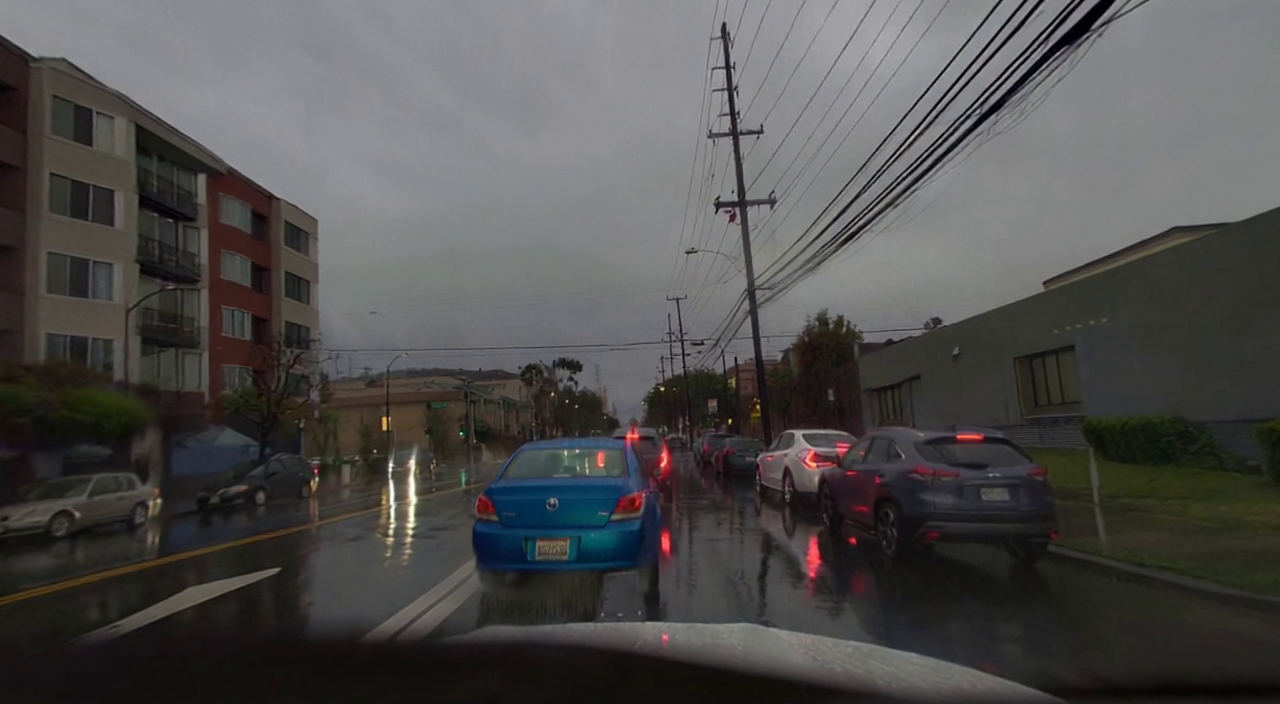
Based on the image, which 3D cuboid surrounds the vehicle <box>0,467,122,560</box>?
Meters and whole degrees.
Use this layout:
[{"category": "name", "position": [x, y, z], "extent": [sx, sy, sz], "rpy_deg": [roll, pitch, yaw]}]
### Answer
[{"category": "vehicle", "position": [-11.894, 2.883, 10.999], "extent": [1.850, 1.487, 4.711], "rpy_deg": [-3, -8, -1]}]

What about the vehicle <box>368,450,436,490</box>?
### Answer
[{"category": "vehicle", "position": [-11.942, 5.880, 31.932], "extent": [2.011, 1.687, 4.079], "rpy_deg": [-4, -8, -2]}]

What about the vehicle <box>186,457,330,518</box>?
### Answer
[{"category": "vehicle", "position": [-11.881, 4.190, 20.055], "extent": [1.868, 1.491, 4.367], "rpy_deg": [-4, -9, 1]}]

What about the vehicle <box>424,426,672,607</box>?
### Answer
[{"category": "vehicle", "position": [-0.727, 1.686, 7.509], "extent": [2.019, 1.453, 4.603], "rpy_deg": [0, -8, 1]}]

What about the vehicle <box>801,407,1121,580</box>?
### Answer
[{"category": "vehicle", "position": [3.790, 1.744, 8.601], "extent": [1.967, 1.721, 4.410], "rpy_deg": [0, -8, -1]}]
